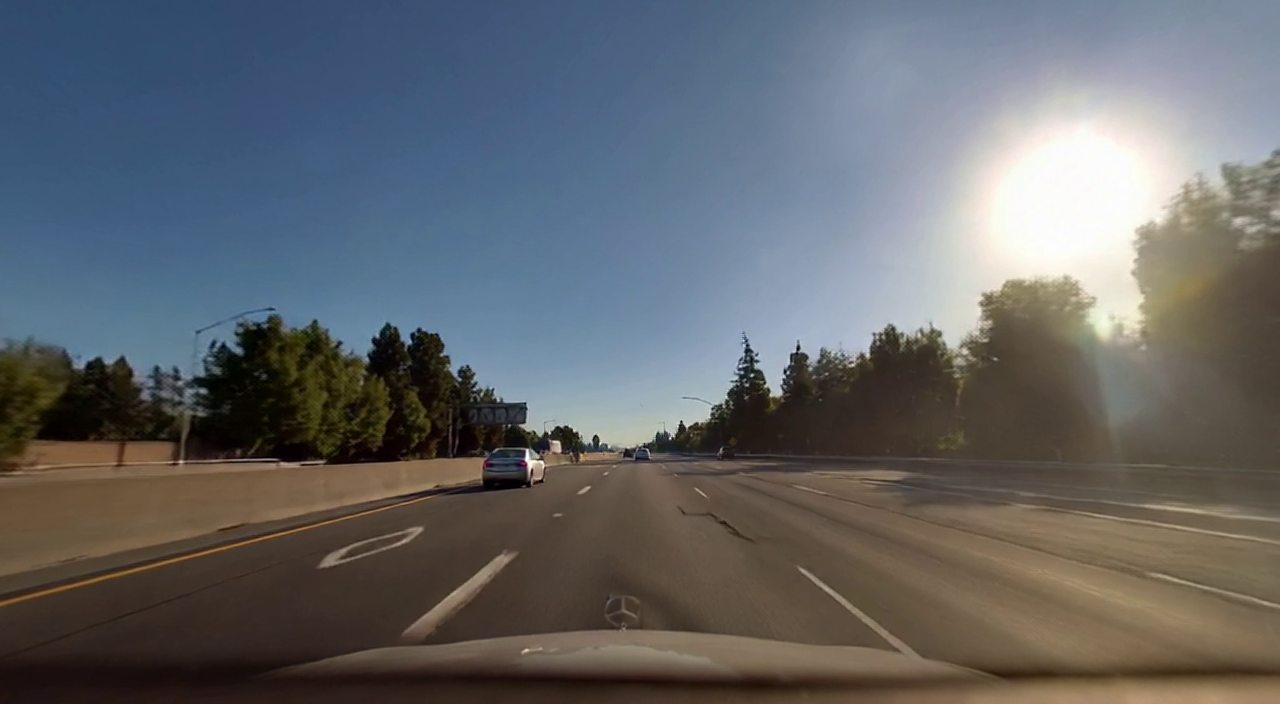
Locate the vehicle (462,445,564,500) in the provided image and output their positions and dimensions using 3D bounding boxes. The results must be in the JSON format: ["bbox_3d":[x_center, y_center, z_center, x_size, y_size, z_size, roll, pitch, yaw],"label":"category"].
[{"bbox_3d":[-3.797,3.704,19.762,2.162,1.493,4.583,0,-9,1],"label":"vehicle"}]
